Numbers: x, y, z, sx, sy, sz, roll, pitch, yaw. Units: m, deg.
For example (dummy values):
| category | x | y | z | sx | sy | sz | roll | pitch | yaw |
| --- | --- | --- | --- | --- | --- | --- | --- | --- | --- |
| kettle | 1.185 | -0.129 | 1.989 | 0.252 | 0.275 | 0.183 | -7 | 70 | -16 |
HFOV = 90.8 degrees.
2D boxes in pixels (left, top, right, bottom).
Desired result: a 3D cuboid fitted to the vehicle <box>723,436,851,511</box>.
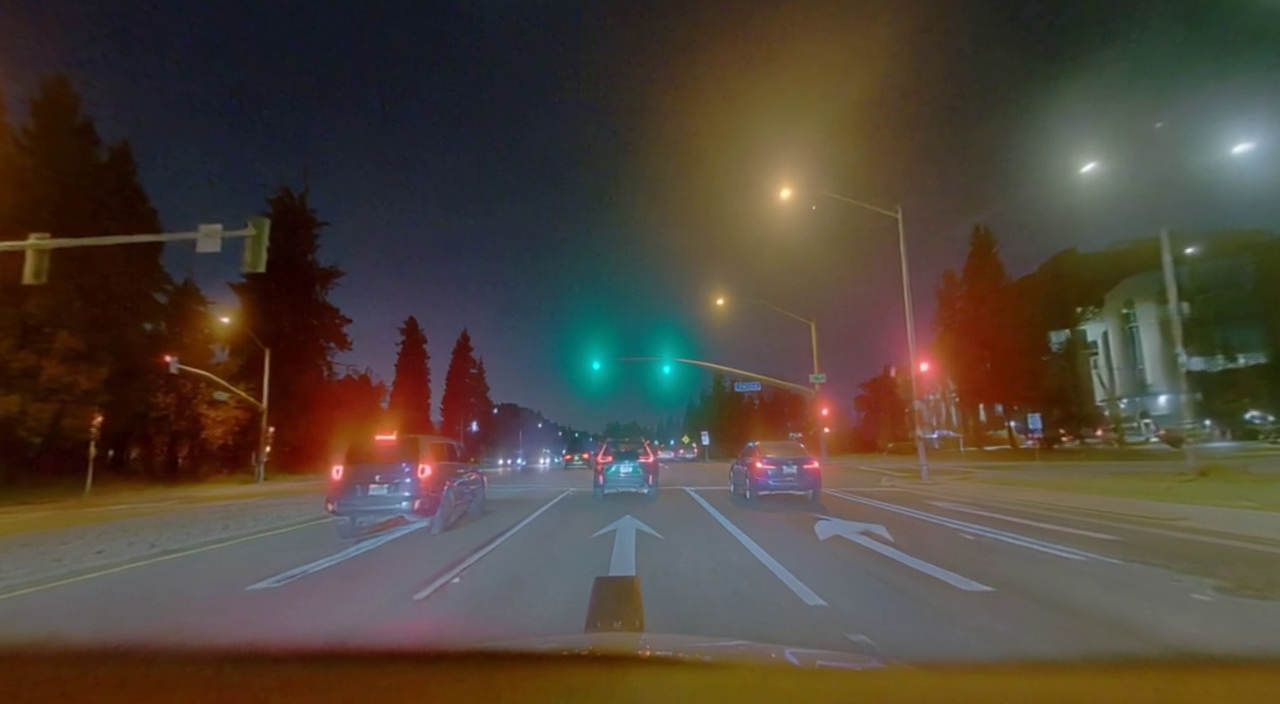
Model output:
| category | x | y | z | sx | sy | sz | roll | pitch | yaw |
| --- | --- | --- | --- | --- | --- | --- | --- | --- | --- |
| vehicle | 3.342 | 2.845 | 15.286 | 2.068 | 1.541 | 4.041 | 0 | -8 | -1 |

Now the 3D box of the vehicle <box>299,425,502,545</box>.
| category | x | y | z | sx | sy | sz | roll | pitch | yaw |
| --- | --- | --- | --- | --- | --- | --- | --- | --- | --- |
| vehicle | -3.722 | 2.121 | 10.705 | 1.823 | 1.602 | 4.061 | 0 | -8 | 0 |

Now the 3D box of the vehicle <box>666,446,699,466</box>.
| category | x | y | z | sx | sy | sz | roll | pitch | yaw |
| --- | --- | --- | --- | --- | --- | --- | --- | --- | --- |
| vehicle | 3.261 | 8.126 | 49.466 | 2.171 | 1.469 | 4.420 | 0 | -8 | -1 |

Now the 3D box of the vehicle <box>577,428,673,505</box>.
| category | x | y | z | sx | sy | sz | roll | pitch | yaw |
| --- | --- | --- | --- | --- | --- | --- | --- | --- | --- |
| vehicle | -0.342 | 2.907 | 16.419 | 2.150 | 1.725 | 4.096 | 0 | -8 | 0 |

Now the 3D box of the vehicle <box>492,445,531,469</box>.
| category | x | y | z | sx | sy | sz | roll | pitch | yaw |
| --- | --- | --- | --- | --- | --- | --- | --- | --- | --- |
| vehicle | -9.820 | 7.997 | 48.530 | 2.045 | 1.730 | 4.375 | 0 | -8 | 0 |
